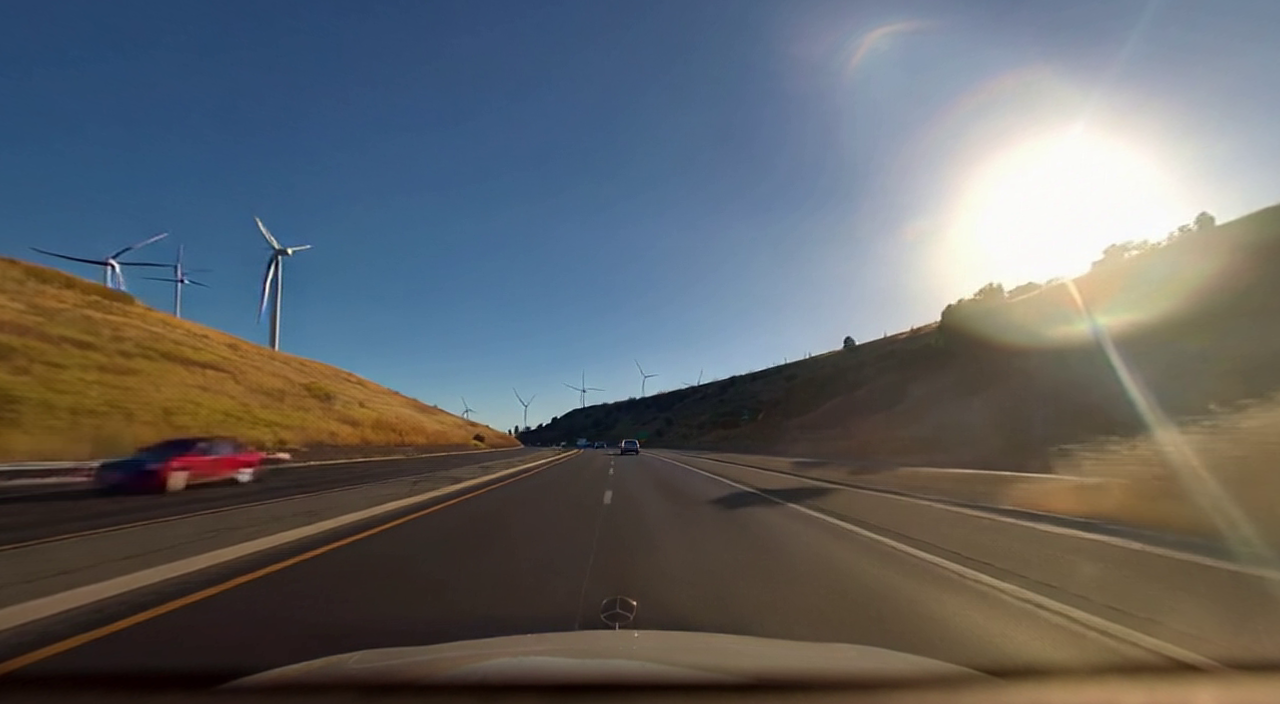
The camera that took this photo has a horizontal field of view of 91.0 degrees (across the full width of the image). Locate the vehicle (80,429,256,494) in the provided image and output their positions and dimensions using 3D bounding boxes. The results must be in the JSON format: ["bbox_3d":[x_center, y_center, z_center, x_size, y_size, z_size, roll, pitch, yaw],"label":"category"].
[{"bbox_3d":[-13.529,3.133,18.446,1.933,1.639,4.239,0,-8,-2],"label":"vehicle"}]
